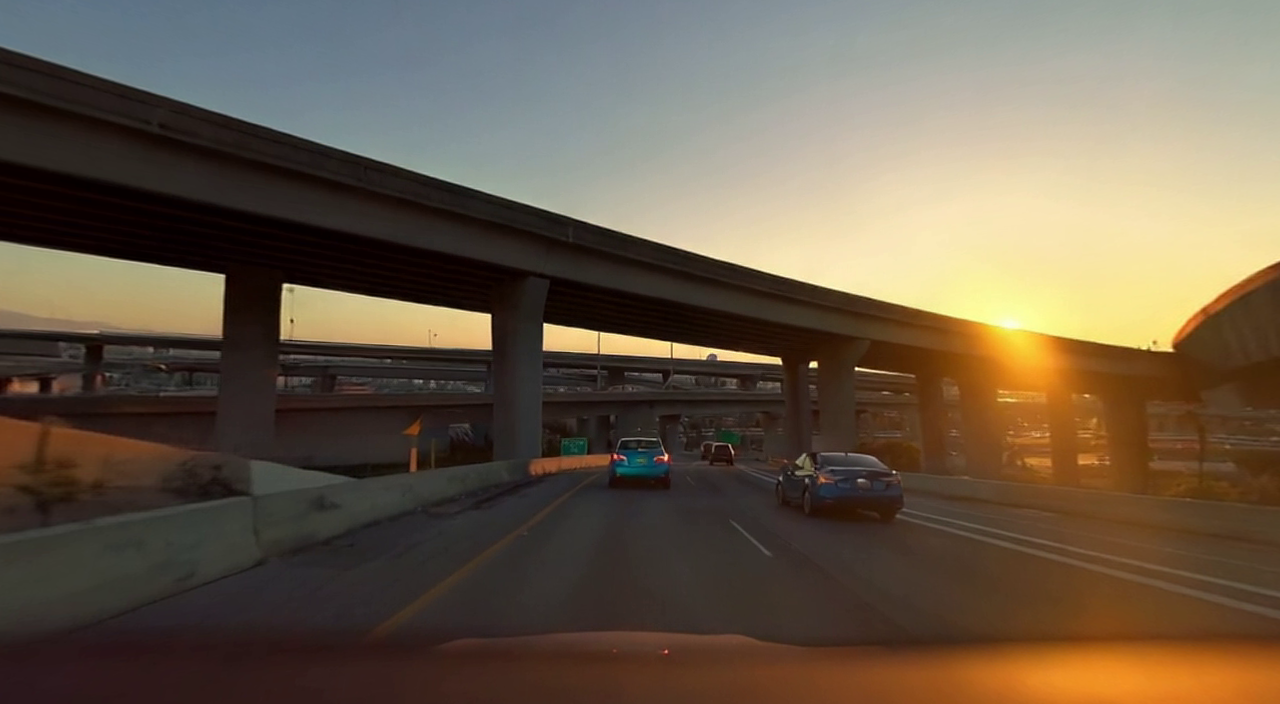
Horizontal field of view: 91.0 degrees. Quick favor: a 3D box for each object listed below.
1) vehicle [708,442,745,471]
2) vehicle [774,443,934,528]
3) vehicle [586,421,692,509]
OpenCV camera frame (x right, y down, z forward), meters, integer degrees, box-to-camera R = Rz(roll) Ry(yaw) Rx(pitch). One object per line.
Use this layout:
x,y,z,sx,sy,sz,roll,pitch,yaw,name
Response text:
5.467,6.676,40.238,2.047,1.700,4.069,0,-9,4,vehicle
4.273,2.715,13.364,2.047,1.500,4.017,0,-9,1,vehicle
0.060,2.781,15.812,2.264,1.841,4.583,0,-9,2,vehicle
